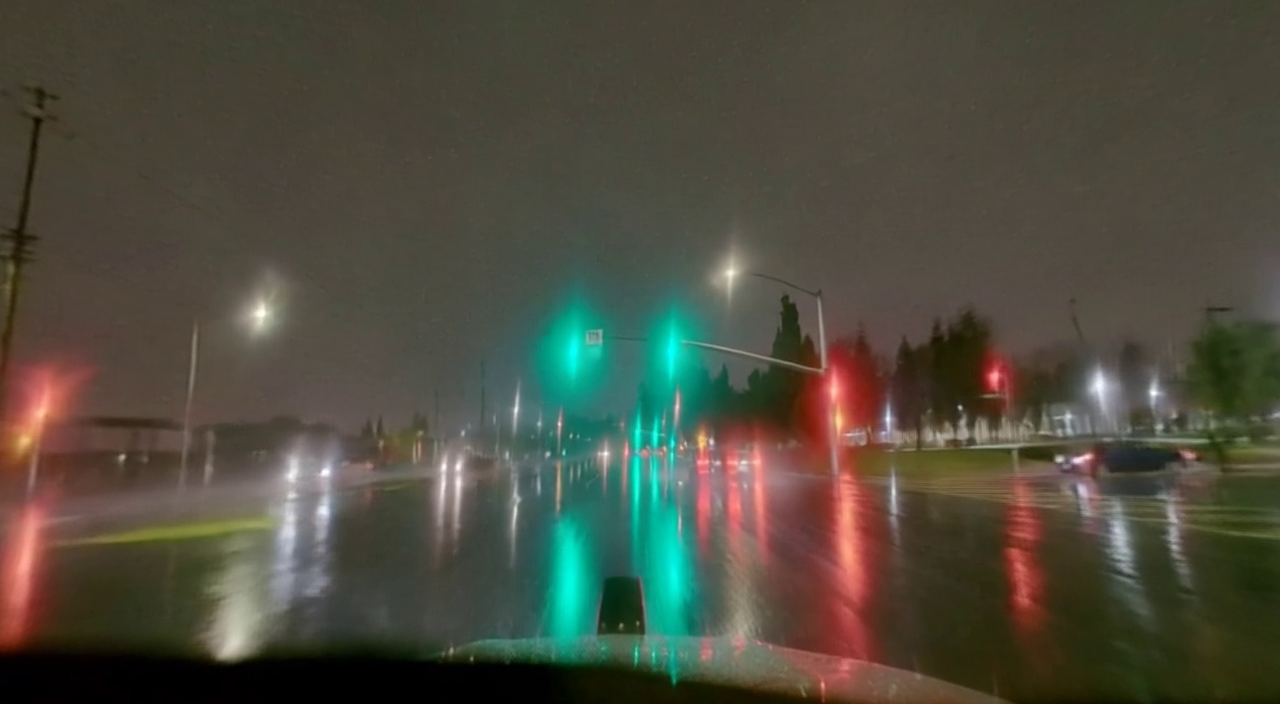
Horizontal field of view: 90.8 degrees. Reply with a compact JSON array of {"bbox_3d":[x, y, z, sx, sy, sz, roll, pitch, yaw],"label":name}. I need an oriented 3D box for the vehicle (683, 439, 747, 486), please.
[{"bbox_3d":[3.074,4.661,26.872,2.069,1.761,4.610,0,-9,-1],"label":"vehicle"}]

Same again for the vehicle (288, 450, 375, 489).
[{"bbox_3d":[-15.440,5.867,31.911,2.021,1.786,4.624,-1,-9,0],"label":"vehicle"}]

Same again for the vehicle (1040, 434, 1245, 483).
[{"bbox_3d":[16.468,3.526,20.983,4.839,1.490,2.134,-1,-9,5],"label":"vehicle"}]

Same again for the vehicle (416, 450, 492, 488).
[{"bbox_3d":[-7.996,5.051,27.579,1.963,1.472,4.584,-1,-9,-1],"label":"vehicle"}]
